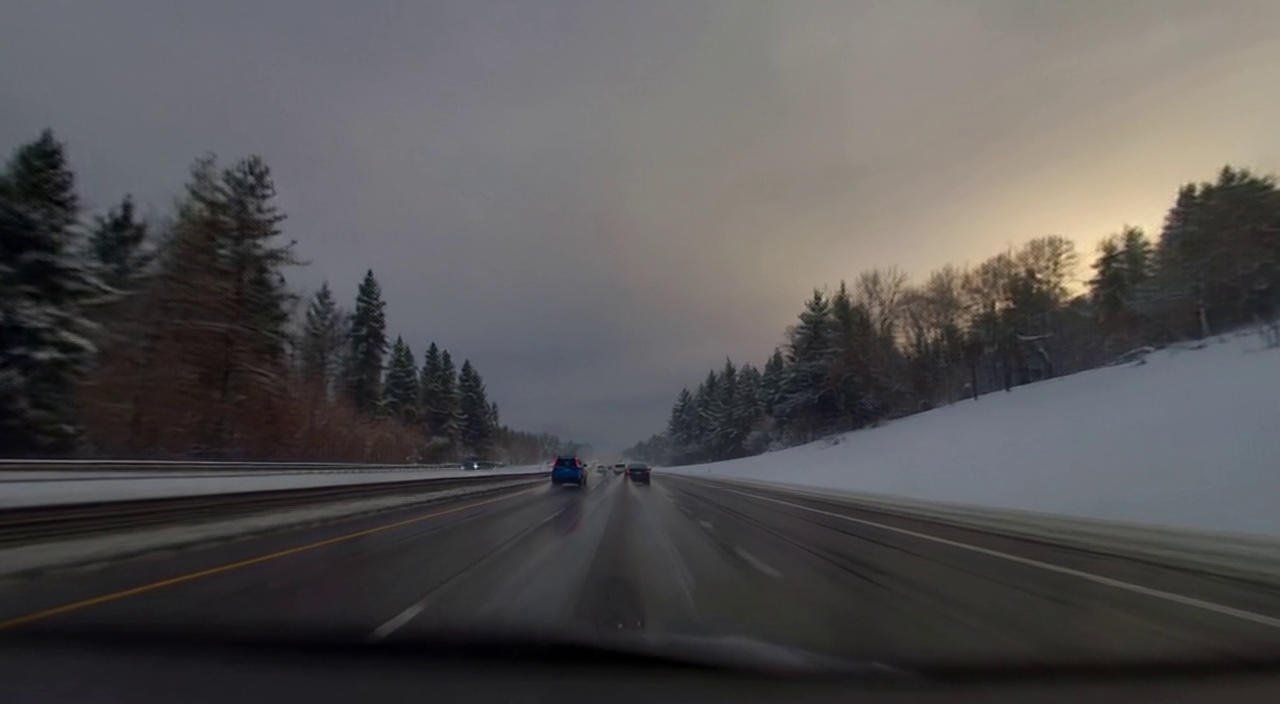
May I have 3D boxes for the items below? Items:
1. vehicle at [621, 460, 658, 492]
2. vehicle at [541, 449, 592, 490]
[{"bbox_3d":[-0.065,6.589,33.630,1.905,1.559,3.491,1,-10,-2],"label":"vehicle"},{"bbox_3d":[-4.033,6.591,35.454,2.237,2.113,4.815,0,-10,0],"label":"vehicle"}]
